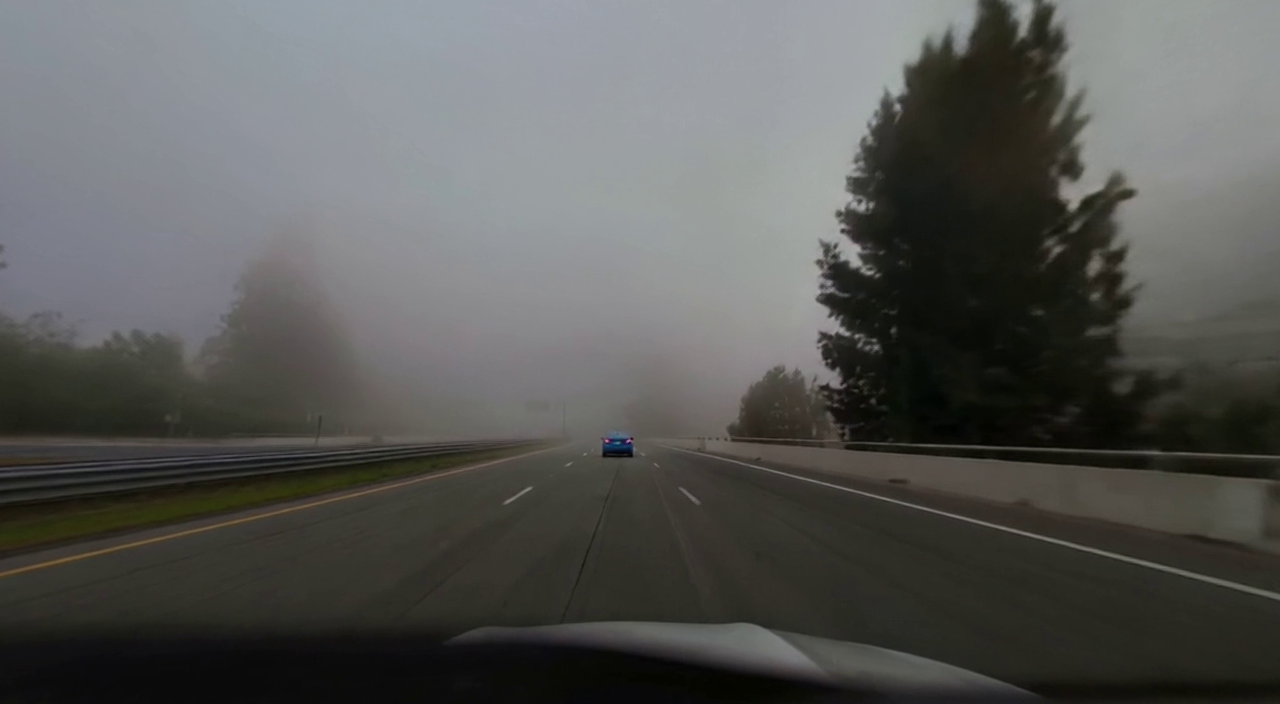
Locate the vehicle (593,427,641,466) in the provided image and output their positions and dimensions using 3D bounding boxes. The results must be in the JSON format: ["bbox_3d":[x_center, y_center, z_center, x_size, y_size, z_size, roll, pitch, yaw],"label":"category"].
[{"bbox_3d":[-1.030,4.241,28.454,2.020,1.633,3.942,0,-8,-2],"label":"vehicle"}]
